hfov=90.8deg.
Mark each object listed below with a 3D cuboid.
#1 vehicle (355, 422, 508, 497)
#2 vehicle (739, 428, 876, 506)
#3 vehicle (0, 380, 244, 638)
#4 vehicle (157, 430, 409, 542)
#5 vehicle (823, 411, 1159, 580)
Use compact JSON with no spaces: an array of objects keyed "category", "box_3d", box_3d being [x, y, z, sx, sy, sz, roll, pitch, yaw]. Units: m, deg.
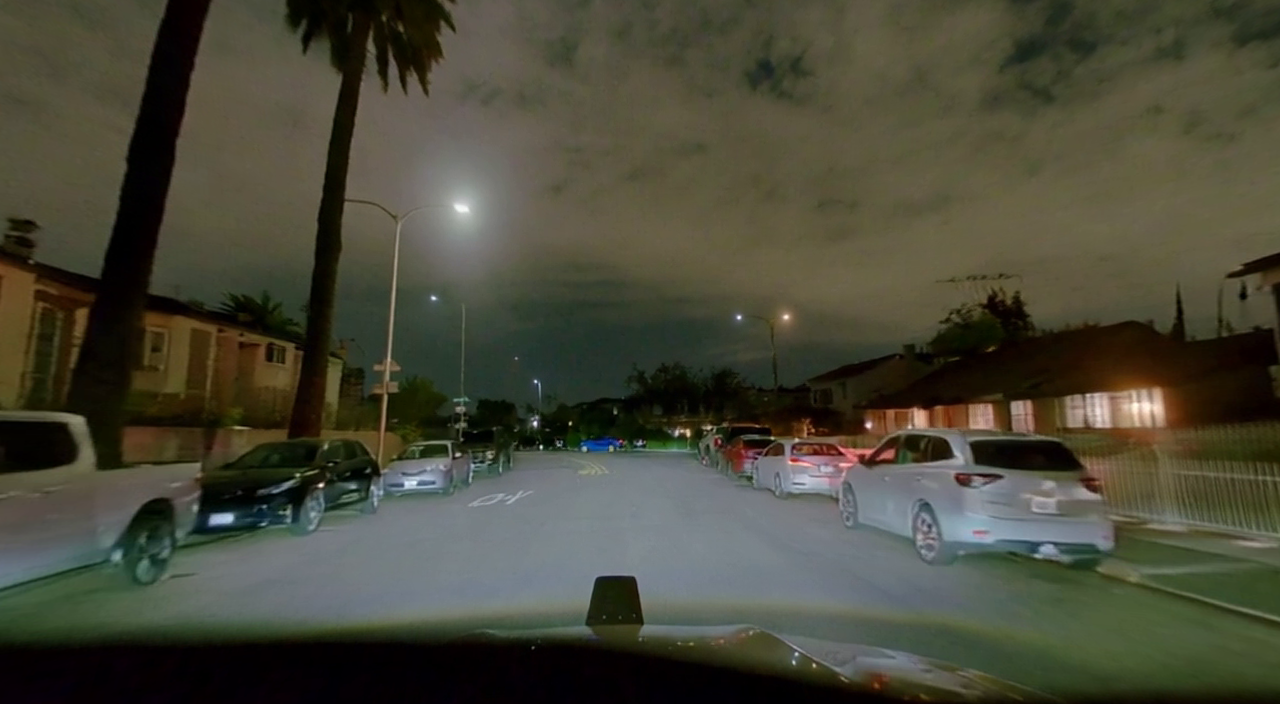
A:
[{"category":"vehicle","box_3d":[-5.703,3.019,18.361,2.316,1.808,5.876,0,-8,1]},{"category":"vehicle","box_3d":[3.768,2.649,15.190,1.958,1.485,4.819,2,-8,0]},{"category":"vehicle","box_3d":[-5.675,1.227,5.145,1.963,1.859,4.884,0,-8,-4]},{"category":"vehicle","box_3d":[-5.784,2.172,11.077,1.849,1.531,4.562,0,-8,-1]},{"category":"vehicle","box_3d":[4.081,1.706,8.375,1.998,1.649,4.175,0,-8,0]}]
